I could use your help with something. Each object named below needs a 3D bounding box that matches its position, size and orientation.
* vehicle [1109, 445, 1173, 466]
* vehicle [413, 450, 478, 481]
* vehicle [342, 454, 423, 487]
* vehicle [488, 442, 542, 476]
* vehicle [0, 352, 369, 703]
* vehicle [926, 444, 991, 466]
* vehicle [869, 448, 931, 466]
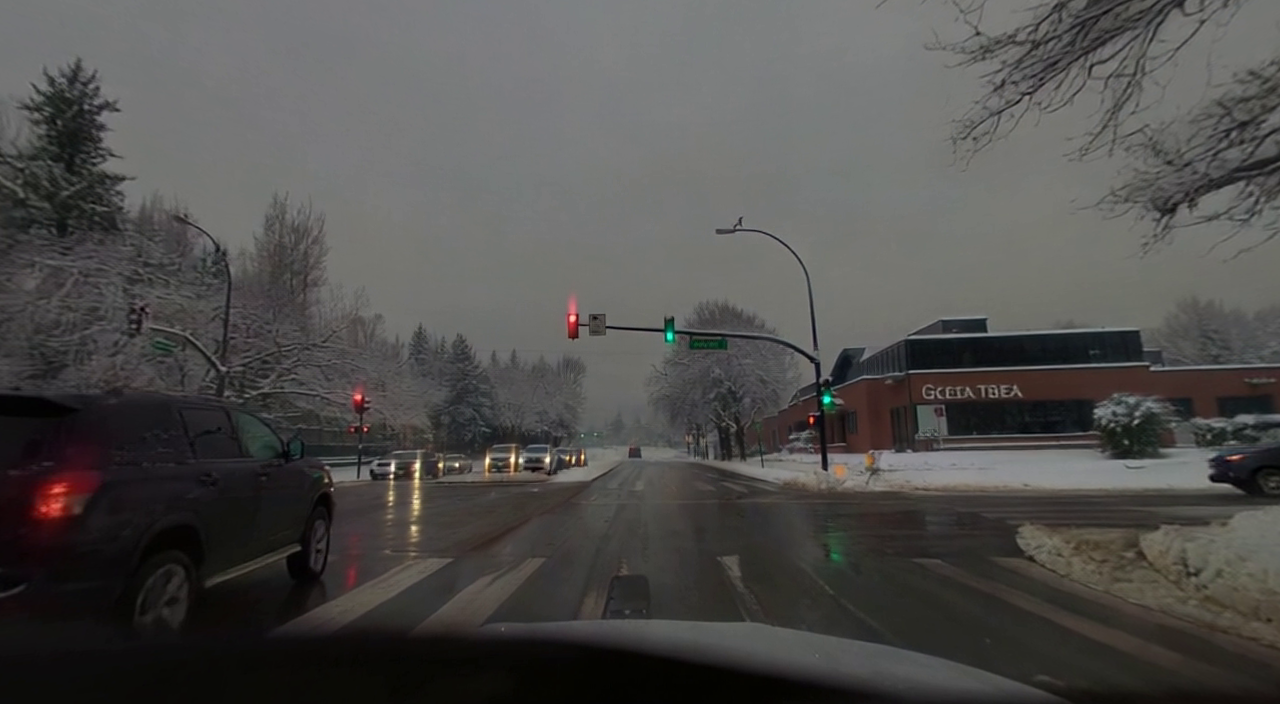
[{"bbox_3d":[38.485,7.943,48.573,1.837,1.514,4.786,-2,-9,13],"label":"vehicle"},{"bbox_3d":[-10.633,6.202,34.854,2.041,1.548,4.868,0,-8,0],"label":"vehicle"},{"bbox_3d":[-13.126,6.045,32.484,2.011,1.480,4.747,0,-8,3],"label":"vehicle"},{"bbox_3d":[-7.163,6.158,36.618,2.081,1.818,4.782,0,-8,1],"label":"vehicle"},{"bbox_3d":[-3.884,1.207,4.874,2.000,1.789,4.638,1,-8,-7],"label":"vehicle"},{"bbox_3d":[21.476,6.959,42.512,3.576,1.425,1.702,2,-9,-12],"label":"vehicle"},{"bbox_3d":[20.503,8.253,49.768,4.120,1.340,1.654,-1,-8,4],"label":"vehicle"}]
